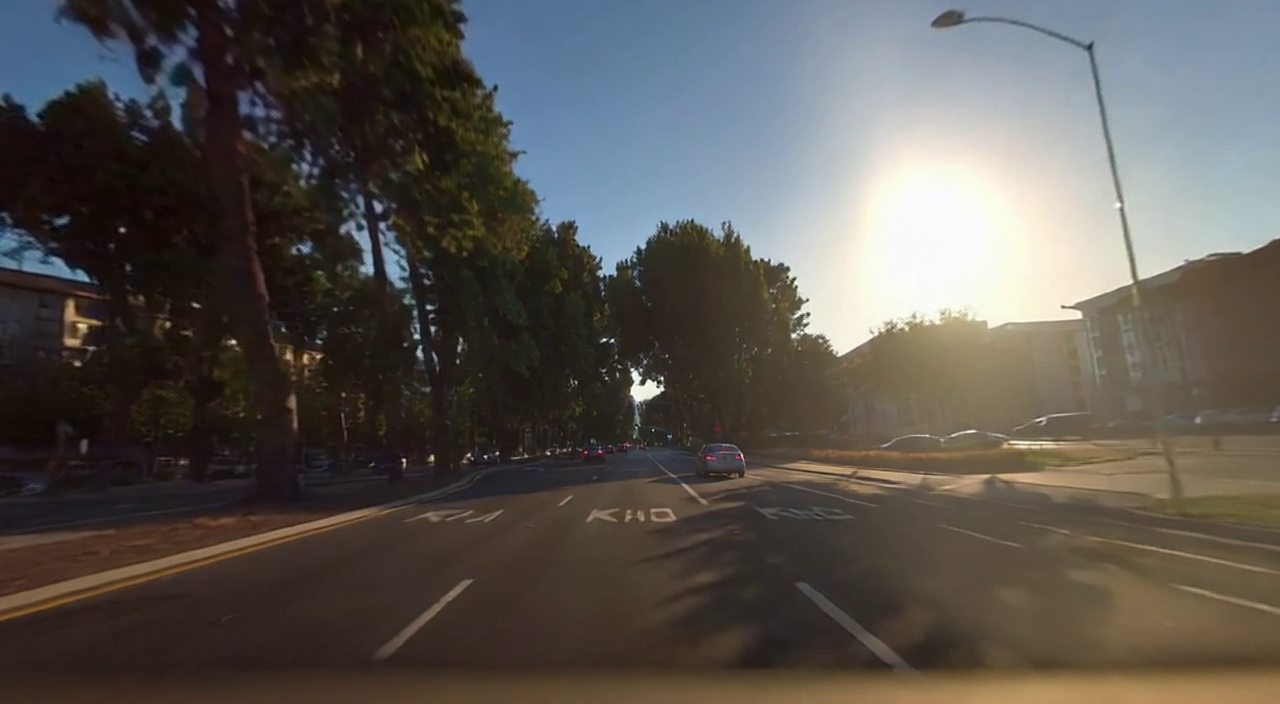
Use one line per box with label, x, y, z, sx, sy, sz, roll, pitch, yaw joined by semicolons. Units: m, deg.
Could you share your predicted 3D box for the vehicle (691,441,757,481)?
vehicle;3.288;4.348;25.599;1.966;1.449;4.290;0;-8;-1
